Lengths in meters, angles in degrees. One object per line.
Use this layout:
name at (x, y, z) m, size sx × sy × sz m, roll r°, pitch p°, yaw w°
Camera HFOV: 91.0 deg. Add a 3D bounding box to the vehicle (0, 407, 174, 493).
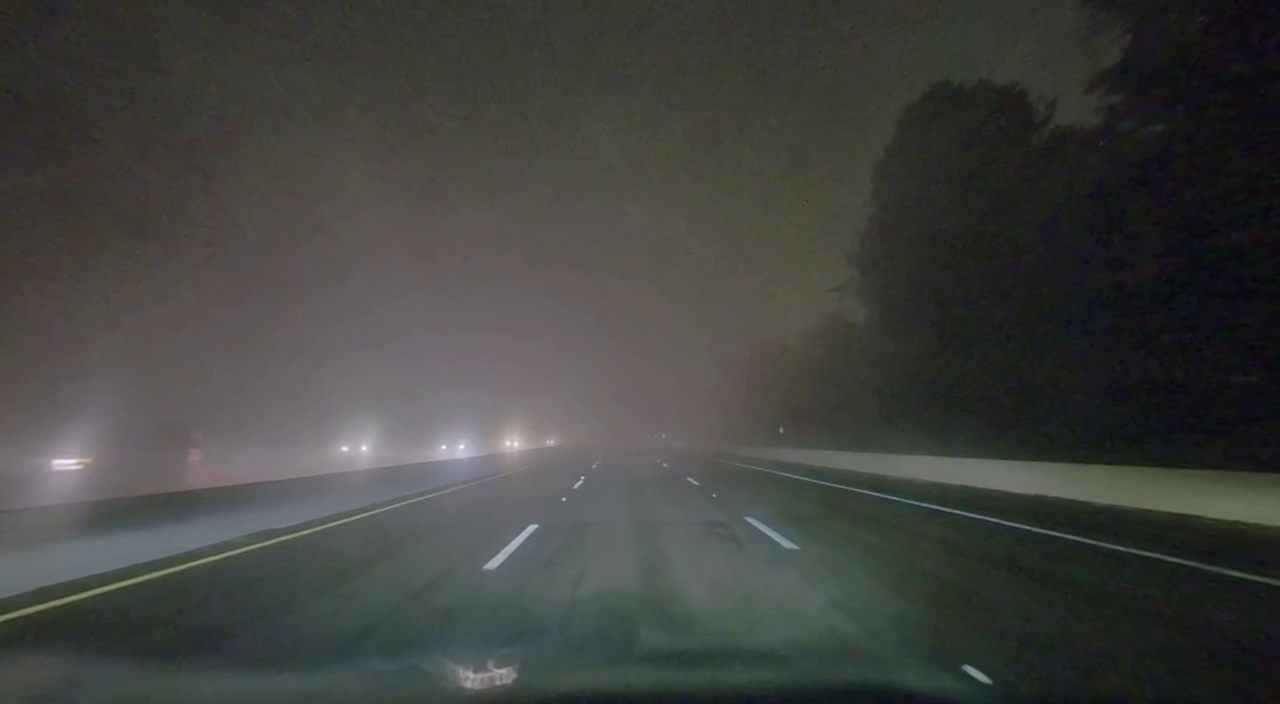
vehicle at (-15.984, 2.682, 17.389) m, size 2.107 × 1.988 × 5.424 m, roll 0°, pitch -8°, yaw -1°
